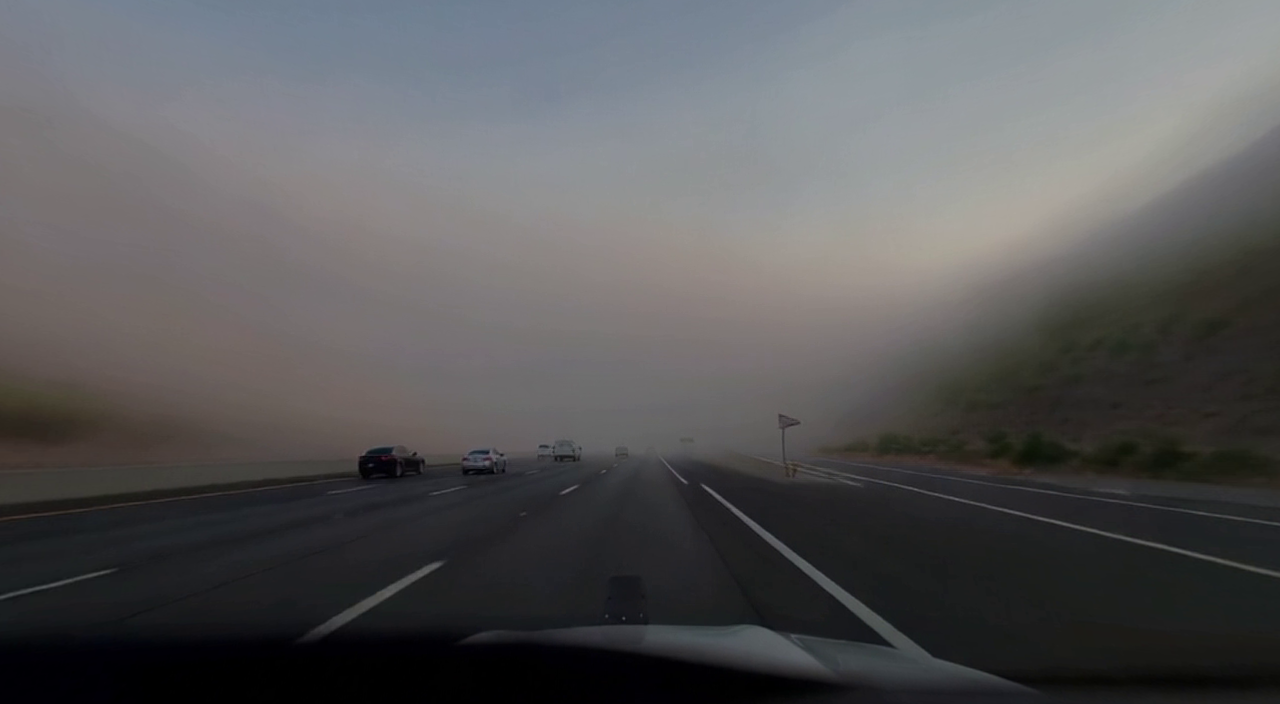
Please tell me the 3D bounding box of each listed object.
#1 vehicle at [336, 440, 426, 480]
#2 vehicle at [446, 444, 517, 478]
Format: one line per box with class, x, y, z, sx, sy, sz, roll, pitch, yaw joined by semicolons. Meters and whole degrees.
vehicle;-11.510;4.839;28.452;2.020;1.645;4.629;0;-9;1
vehicle;-7.338;5.092;29.692;2.107;1.484;4.449;0;-9;1
